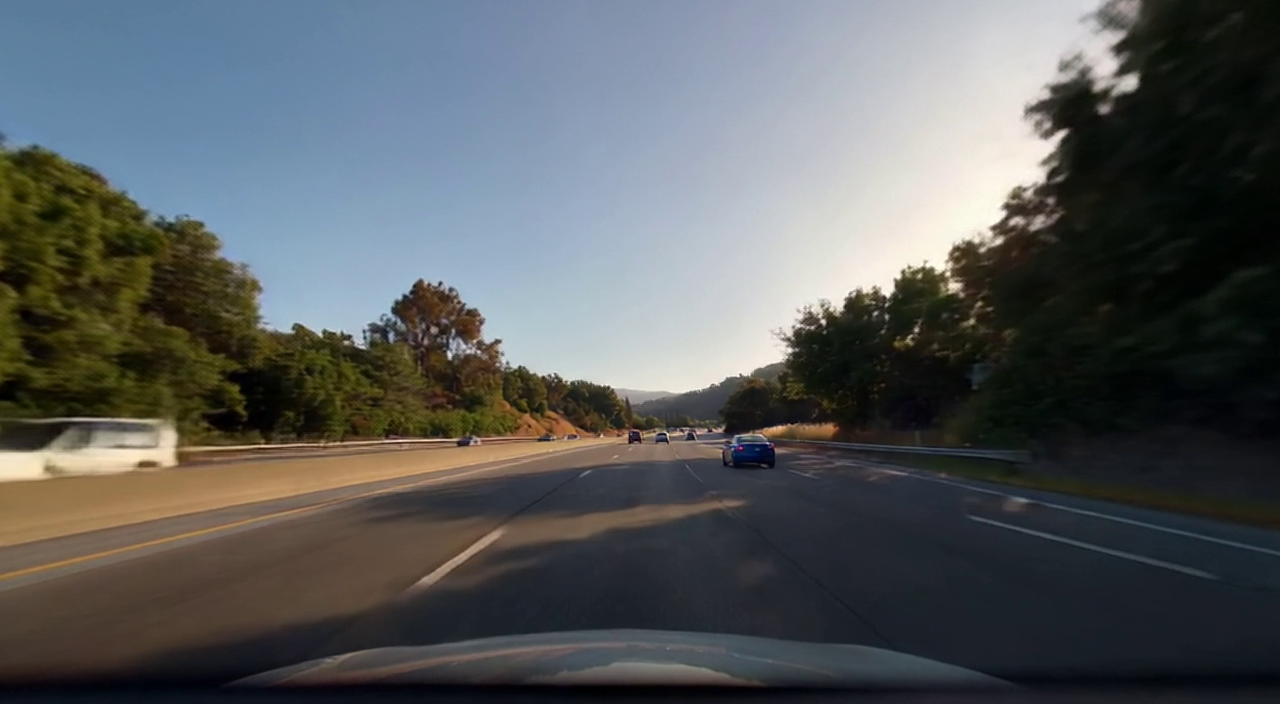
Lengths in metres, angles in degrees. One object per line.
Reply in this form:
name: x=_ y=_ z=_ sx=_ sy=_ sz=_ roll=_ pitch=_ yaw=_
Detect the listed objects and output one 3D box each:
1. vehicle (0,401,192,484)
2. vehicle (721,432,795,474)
vehicle: x=-20.045 y=3.314 z=23.203 sx=2.615 sy=2.658 sz=5.739 roll=0 pitch=-8 yaw=1
vehicle: x=4.406 y=3.821 z=24.171 sx=1.982 sy=1.452 sz=4.294 roll=0 pitch=-8 yaw=-1
